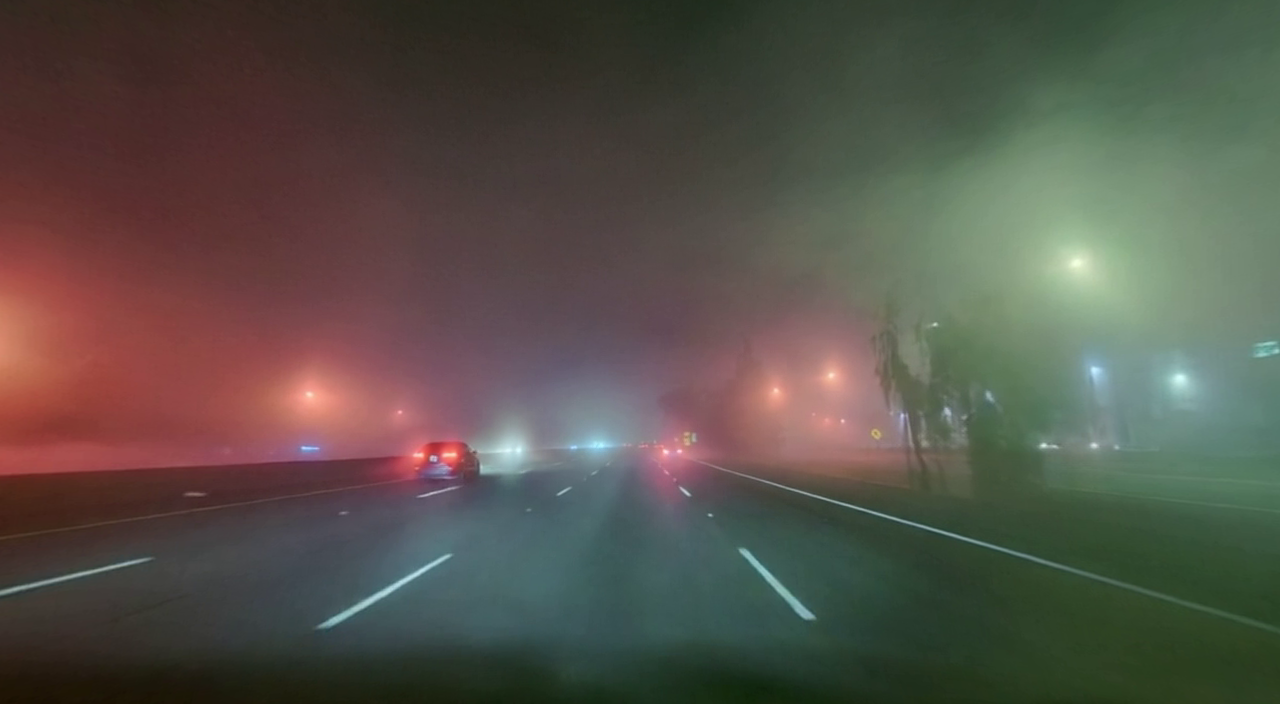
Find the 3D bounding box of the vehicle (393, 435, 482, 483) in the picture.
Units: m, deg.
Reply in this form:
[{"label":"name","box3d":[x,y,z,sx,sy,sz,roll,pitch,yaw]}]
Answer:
[{"label":"vehicle","box3d":[-7.944,4.242,25.249,2.089,1.724,4.327,0,-9,0]}]
